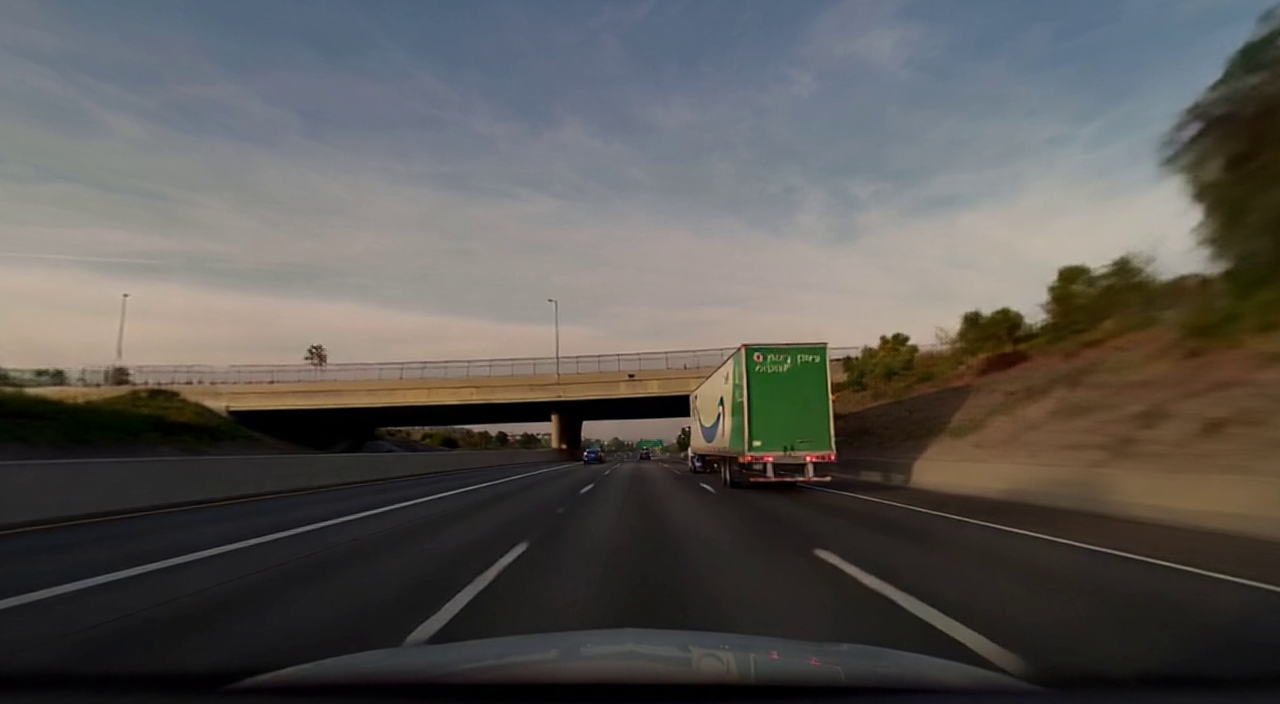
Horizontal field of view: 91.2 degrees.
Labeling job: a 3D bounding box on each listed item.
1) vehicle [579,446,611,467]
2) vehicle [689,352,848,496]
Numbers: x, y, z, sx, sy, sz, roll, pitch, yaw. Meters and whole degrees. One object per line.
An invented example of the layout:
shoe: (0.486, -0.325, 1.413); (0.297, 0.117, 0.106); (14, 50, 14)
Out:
vehicle: (-3.483, 8.249, 49.618); (2.200, 1.562, 4.959); (0, -8, 0)
vehicle: (4.238, 3.240, 26.097); (2.928, 4.021, 17.190); (0, -8, 0)
